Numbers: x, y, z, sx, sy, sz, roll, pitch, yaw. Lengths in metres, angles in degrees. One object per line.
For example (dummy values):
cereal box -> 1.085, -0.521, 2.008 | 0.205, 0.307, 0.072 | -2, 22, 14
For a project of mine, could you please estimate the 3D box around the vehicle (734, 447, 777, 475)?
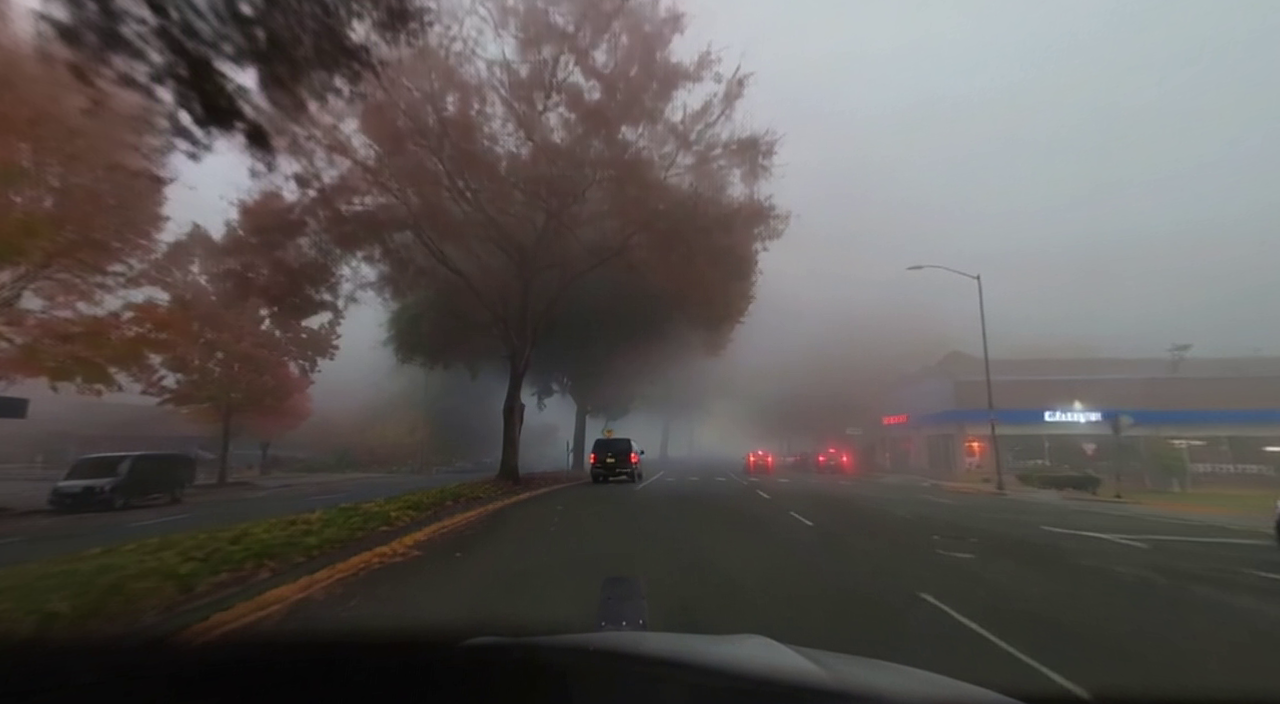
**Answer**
vehicle -> 6.532, 6.207, 36.082 | 1.886, 1.464, 4.290 | 0, -8, 3

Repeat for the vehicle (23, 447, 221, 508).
vehicle -> -17.581, 4.230, 21.913 | 1.914, 1.785, 5.408 | -1, -8, 6

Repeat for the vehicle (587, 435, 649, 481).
vehicle -> -0.854, 4.693, 28.183 | 2.344, 1.863, 4.665 | 0, -8, 3

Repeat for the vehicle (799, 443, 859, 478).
vehicle -> 10.101, 5.788, 34.089 | 2.040, 1.738, 4.414 | 0, -8, 3
